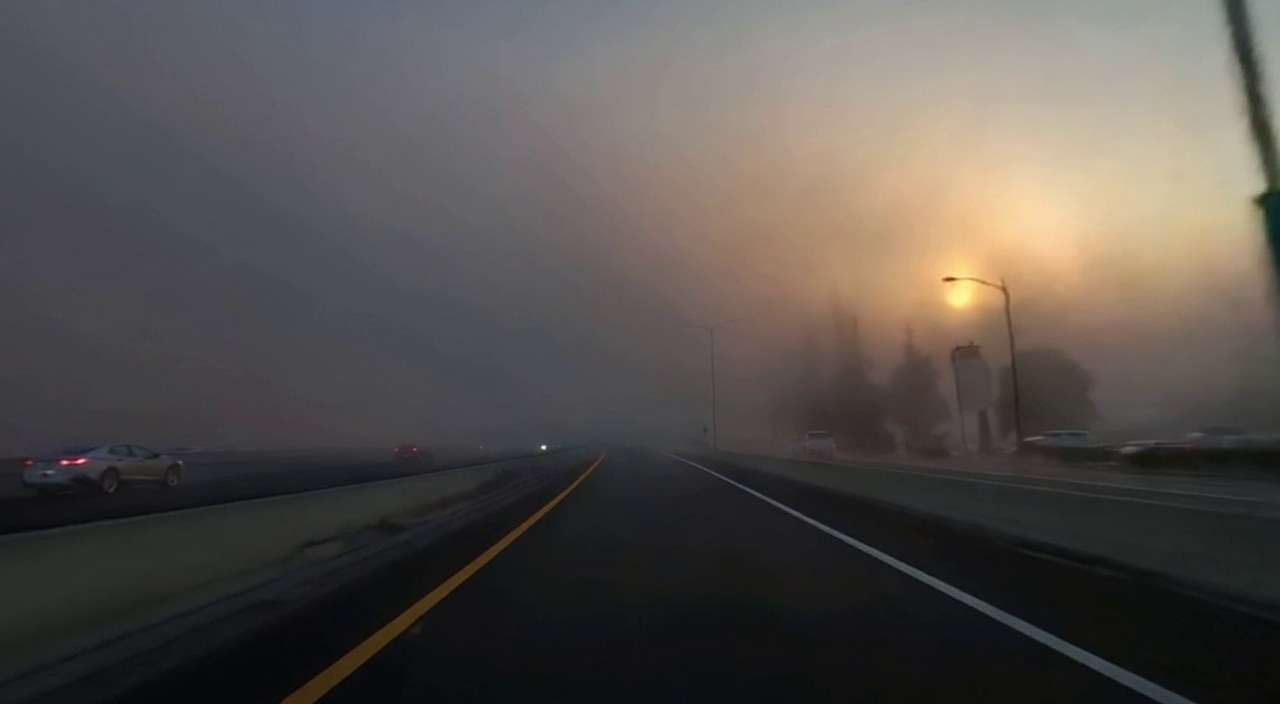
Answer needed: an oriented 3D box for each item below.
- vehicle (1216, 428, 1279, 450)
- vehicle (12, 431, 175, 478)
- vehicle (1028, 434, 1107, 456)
[{"bbox_3d":[46.534,6.552,47.591,1.785,1.507,4.321,-1,-7,-9],"label":"vehicle"},{"bbox_3d":[-19.677,3.710,23.094,2.068,1.518,4.438,0,-8,-2],"label":"vehicle"},{"bbox_3d":[30.213,6.568,44.746,4.141,1.505,1.972,0,-8,3],"label":"vehicle"}]
